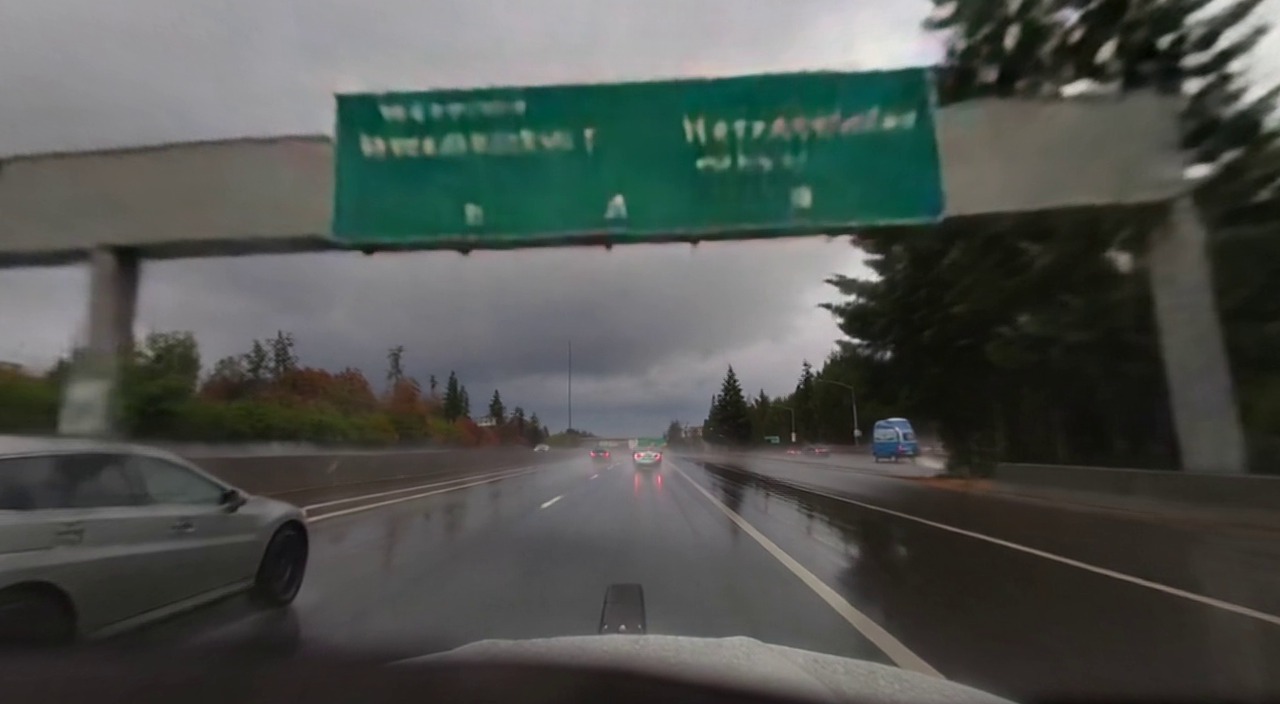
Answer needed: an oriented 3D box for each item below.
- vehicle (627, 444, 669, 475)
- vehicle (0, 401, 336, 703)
[{"bbox_3d":[0.388,5.365,31.665,2.002,1.449,3.612,0,-9,0],"label":"vehicle"},{"bbox_3d":[-3.814,1.088,3.567,2.062,1.474,4.151,0,-9,1],"label":"vehicle"}]
